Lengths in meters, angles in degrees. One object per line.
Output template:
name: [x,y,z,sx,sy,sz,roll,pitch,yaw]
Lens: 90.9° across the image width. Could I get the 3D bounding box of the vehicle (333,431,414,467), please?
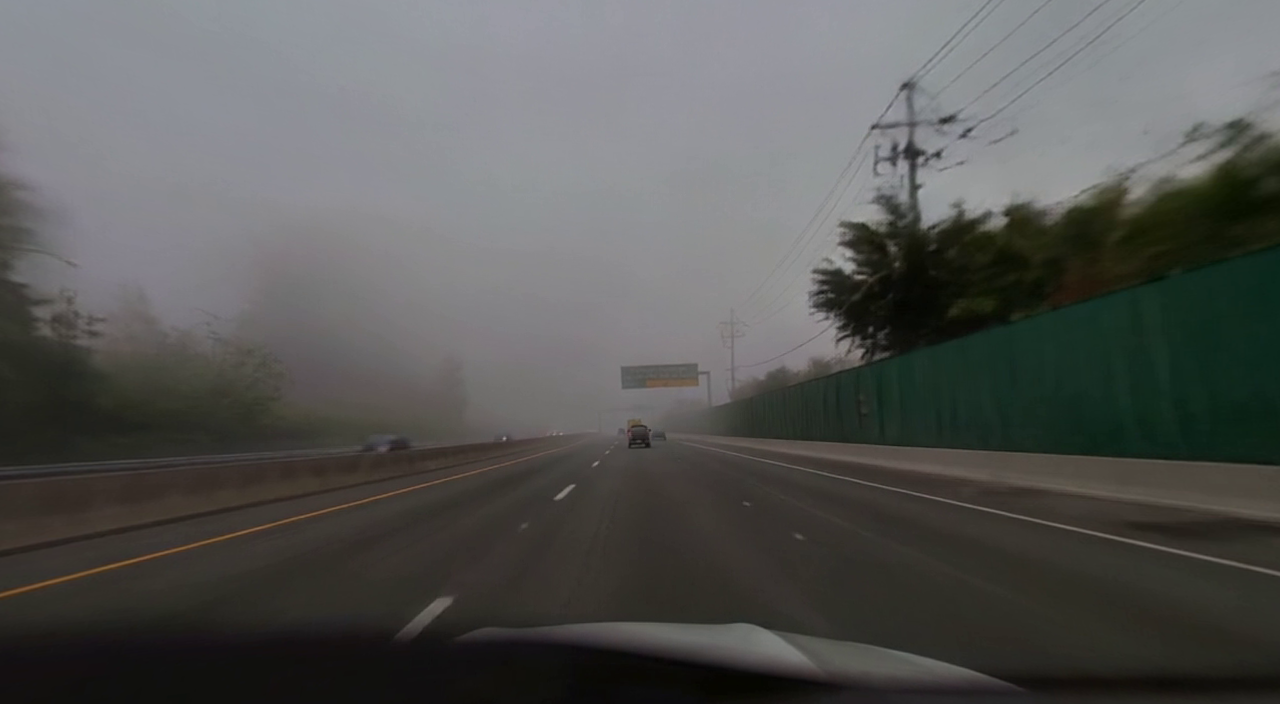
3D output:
vehicle: [-12.533,4.563,29.983,1.907,1.549,4.603,0,-8,0]
